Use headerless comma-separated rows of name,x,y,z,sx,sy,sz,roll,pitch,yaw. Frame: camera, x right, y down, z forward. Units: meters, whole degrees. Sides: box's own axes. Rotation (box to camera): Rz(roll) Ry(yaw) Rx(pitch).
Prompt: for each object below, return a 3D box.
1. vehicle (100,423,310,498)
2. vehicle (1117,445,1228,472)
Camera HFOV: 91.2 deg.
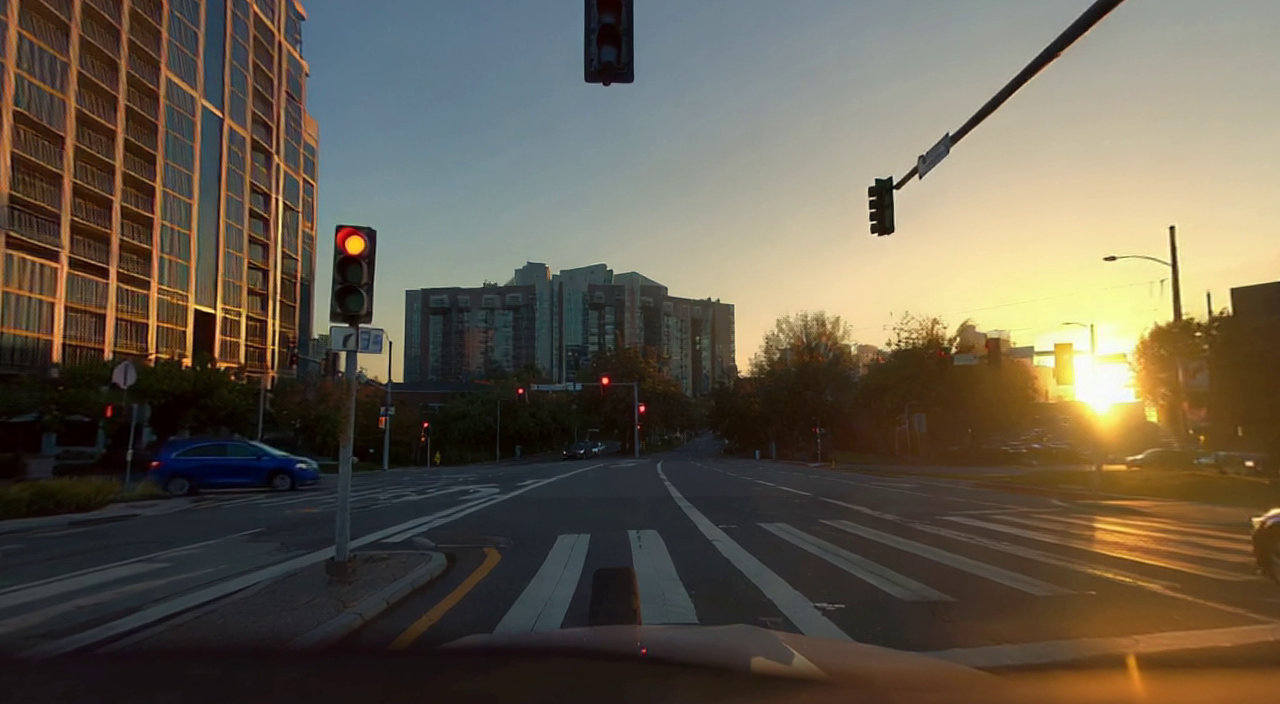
vehicle,-19.194,4.811,28.141,7.088,3.096,2.678,1,-9,-8
vehicle,31.374,6.274,37.015,4.736,1.542,1.966,0,-9,0
